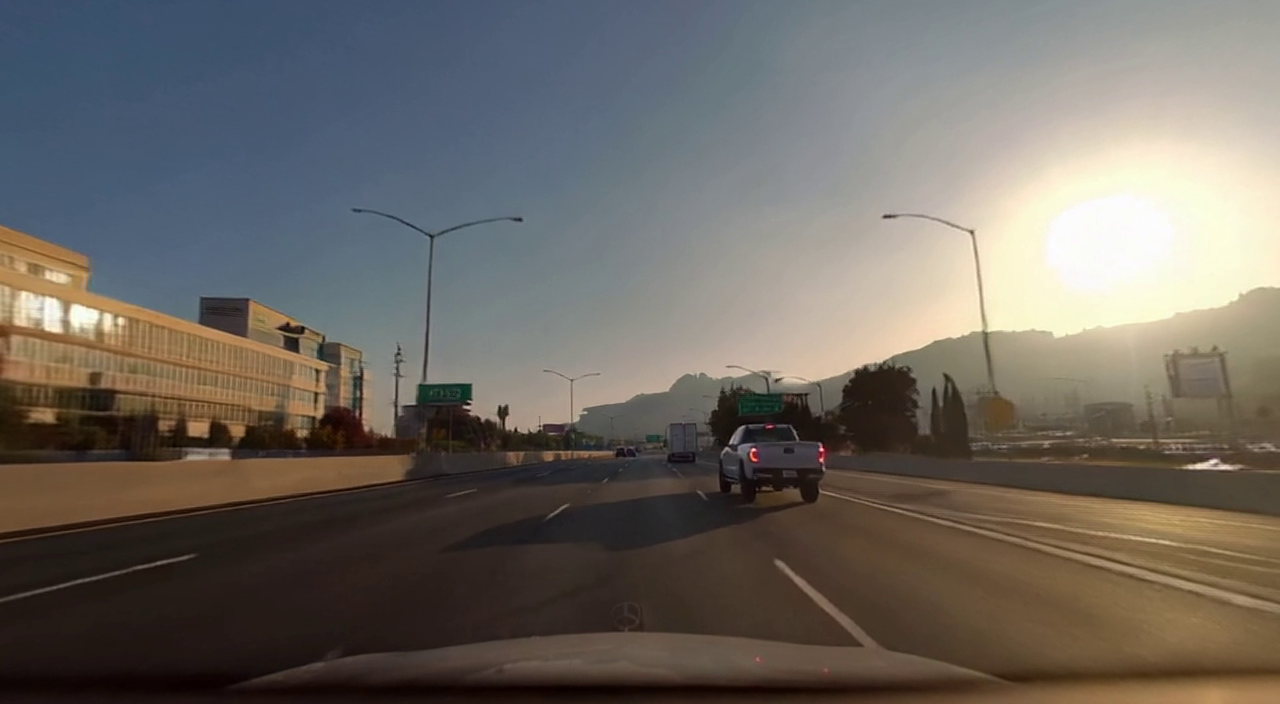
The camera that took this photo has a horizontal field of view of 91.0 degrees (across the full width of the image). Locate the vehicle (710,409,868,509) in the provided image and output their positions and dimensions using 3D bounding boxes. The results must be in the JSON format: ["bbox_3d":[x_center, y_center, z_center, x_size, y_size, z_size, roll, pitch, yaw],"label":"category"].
[{"bbox_3d":[3.583,2.818,16.871,2.740,2.157,6.300,0,-9,1],"label":"vehicle"}]

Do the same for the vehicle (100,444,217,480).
[{"bbox_3d":[-24.471,5.611,32.280,1.940,1.663,4.937,-1,-9,2],"label":"vehicle"}]
